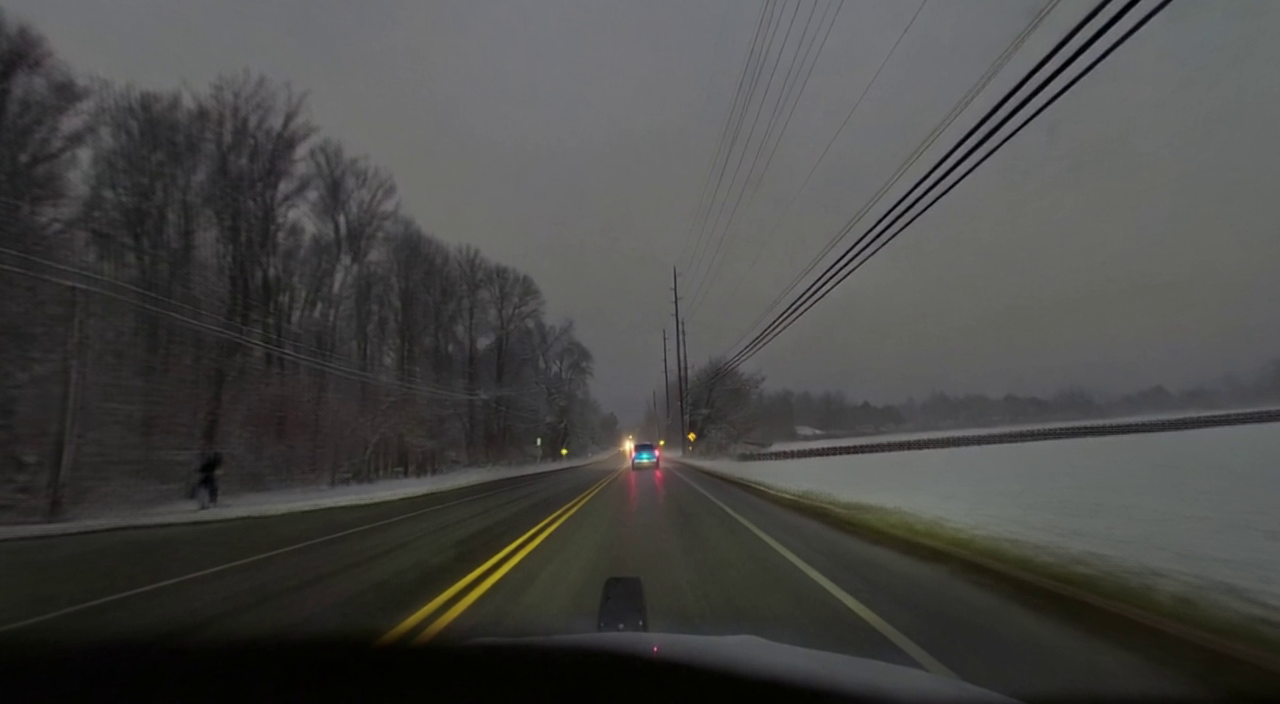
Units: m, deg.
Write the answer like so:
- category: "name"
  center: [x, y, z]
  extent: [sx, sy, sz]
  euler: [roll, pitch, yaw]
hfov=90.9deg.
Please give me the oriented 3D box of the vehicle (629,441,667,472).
- category: "vehicle"
  center: [0.537, 7.309, 44.443]
  extent: [2.468, 2.056, 4.422]
  euler: [0, -9, 0]
